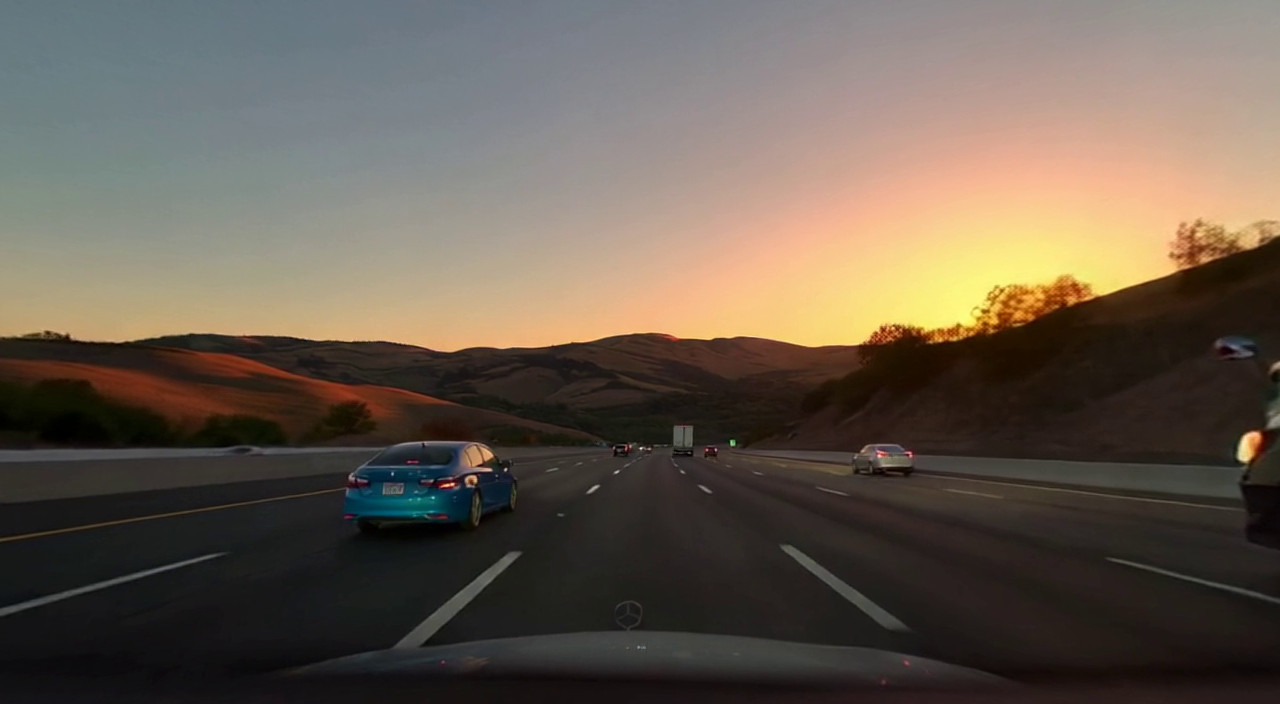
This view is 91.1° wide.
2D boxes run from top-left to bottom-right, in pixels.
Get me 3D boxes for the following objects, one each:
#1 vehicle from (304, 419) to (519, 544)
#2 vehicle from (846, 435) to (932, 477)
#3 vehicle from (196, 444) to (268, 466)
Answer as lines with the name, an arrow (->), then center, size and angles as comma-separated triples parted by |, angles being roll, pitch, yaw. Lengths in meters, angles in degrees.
vehicle -> -3.348, 1.978, 10.167 | 1.967, 1.615, 3.886 | 0, -8, 1
vehicle -> 11.234, 4.730, 28.727 | 2.062, 1.736, 4.589 | 0, -8, 0
vehicle -> -29.296, 7.399, 45.256 | 1.932, 1.497, 4.792 | 0, -8, 1
